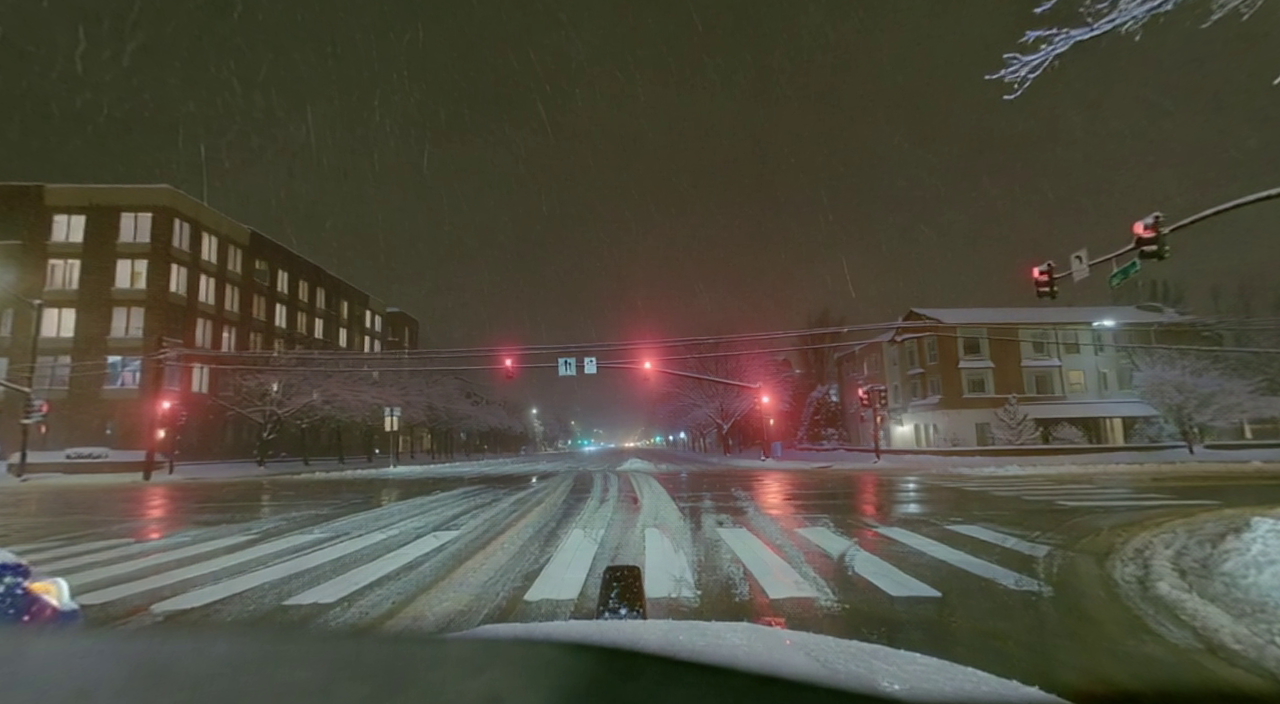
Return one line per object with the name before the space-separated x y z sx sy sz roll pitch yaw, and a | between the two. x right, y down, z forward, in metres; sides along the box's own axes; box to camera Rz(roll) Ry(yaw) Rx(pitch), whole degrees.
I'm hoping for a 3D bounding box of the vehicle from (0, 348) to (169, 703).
vehicle | -3.633 0.619 1.056 2.109 1.692 4.587 0 -8 0
